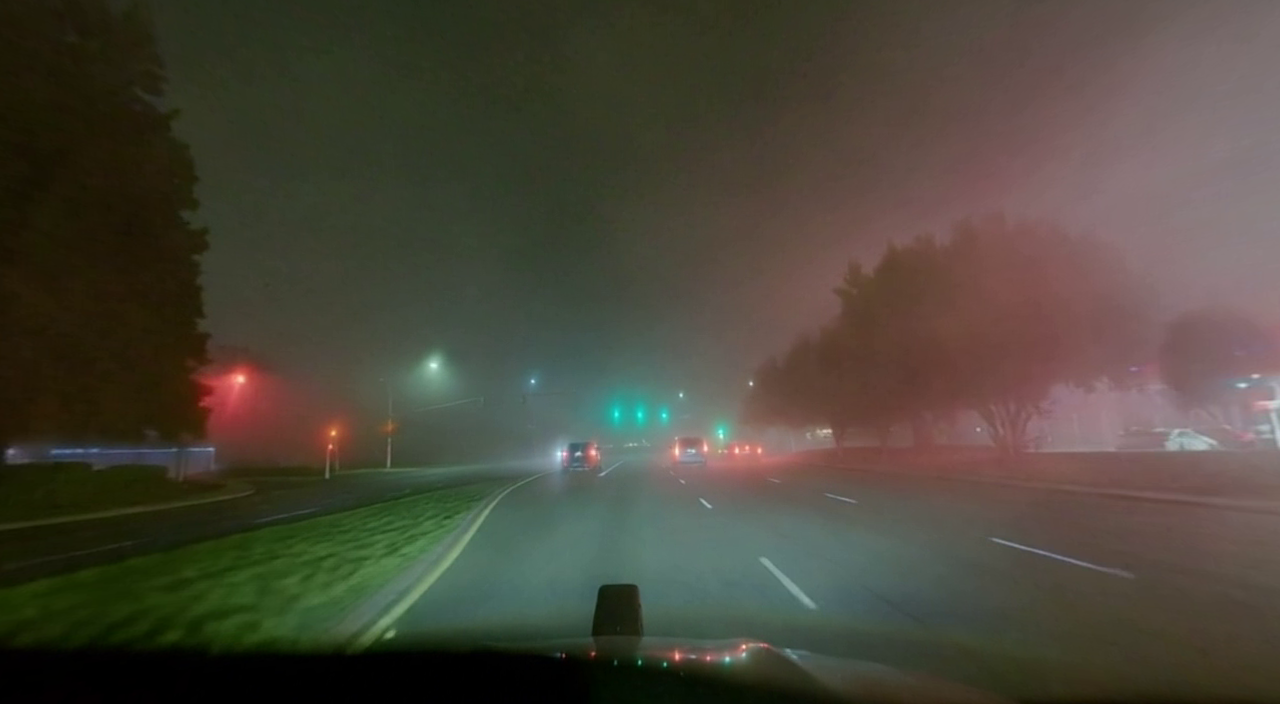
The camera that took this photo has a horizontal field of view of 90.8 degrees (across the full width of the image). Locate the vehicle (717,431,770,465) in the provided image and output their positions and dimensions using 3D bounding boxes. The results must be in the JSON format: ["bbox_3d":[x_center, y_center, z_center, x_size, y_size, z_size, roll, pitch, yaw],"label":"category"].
[{"bbox_3d":[6.958,6.516,43.043,2.510,2.176,5.527,0,-8,-2],"label":"vehicle"}]

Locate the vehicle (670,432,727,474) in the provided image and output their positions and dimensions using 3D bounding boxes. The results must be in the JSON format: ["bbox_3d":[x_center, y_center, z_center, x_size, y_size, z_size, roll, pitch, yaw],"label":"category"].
[{"bbox_3d":[2.693,4.784,30.105,2.140,1.800,4.660,0,-8,-1],"label":"vehicle"}]

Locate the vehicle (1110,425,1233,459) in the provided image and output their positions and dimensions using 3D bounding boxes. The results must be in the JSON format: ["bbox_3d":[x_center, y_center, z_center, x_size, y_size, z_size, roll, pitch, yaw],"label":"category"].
[{"bbox_3d":[24.289,4.163,29.133,1.805,1.460,4.326,0,-8,-2],"label":"vehicle"}]

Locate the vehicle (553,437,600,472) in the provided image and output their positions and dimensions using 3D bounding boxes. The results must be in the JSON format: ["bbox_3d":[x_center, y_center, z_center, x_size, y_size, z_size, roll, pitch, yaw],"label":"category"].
[{"bbox_3d":[-3.459,5.675,35.284,2.261,1.820,4.255,0,-8,-1],"label":"vehicle"}]
